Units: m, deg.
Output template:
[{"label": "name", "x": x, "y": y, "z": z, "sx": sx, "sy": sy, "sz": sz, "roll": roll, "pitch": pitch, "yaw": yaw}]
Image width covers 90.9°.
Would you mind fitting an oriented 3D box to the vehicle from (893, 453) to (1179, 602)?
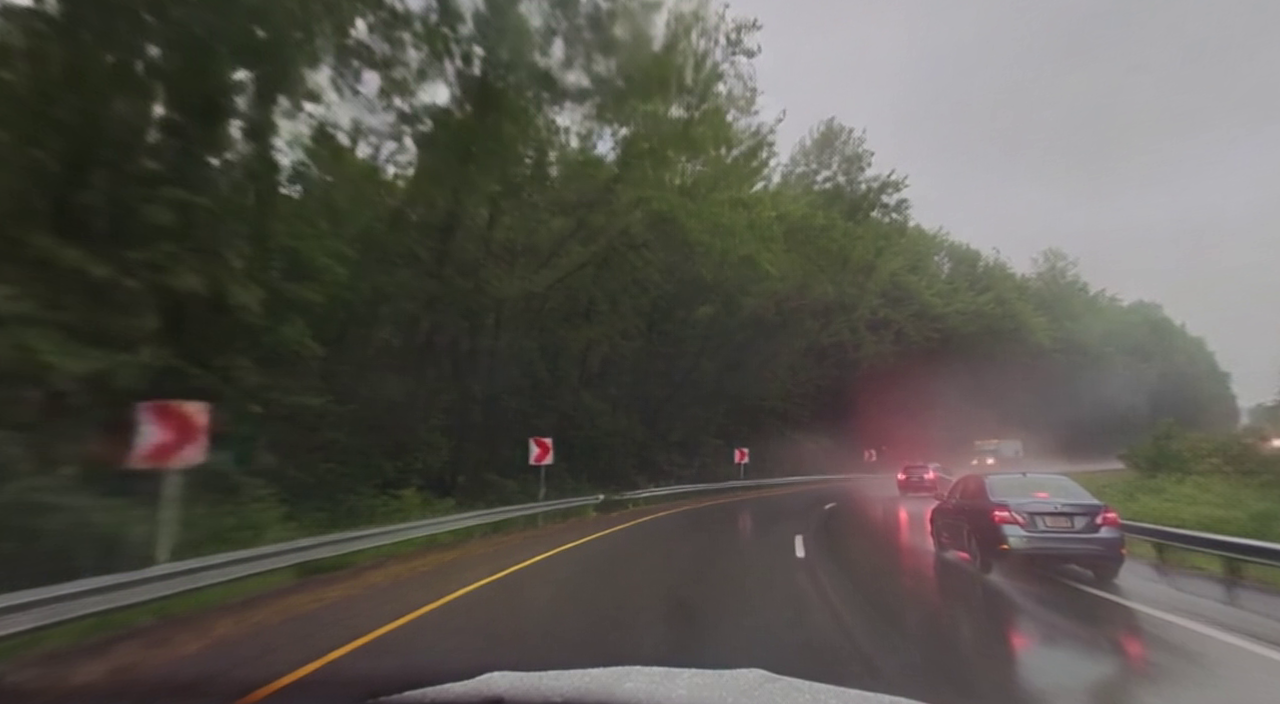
[{"label": "vehicle", "x": 5.272, "y": 2.341, "z": 9.208, "sx": 2.023, "sy": 1.593, "sz": 4.105, "roll": -1, "pitch": -11, "yaw": 10}]
